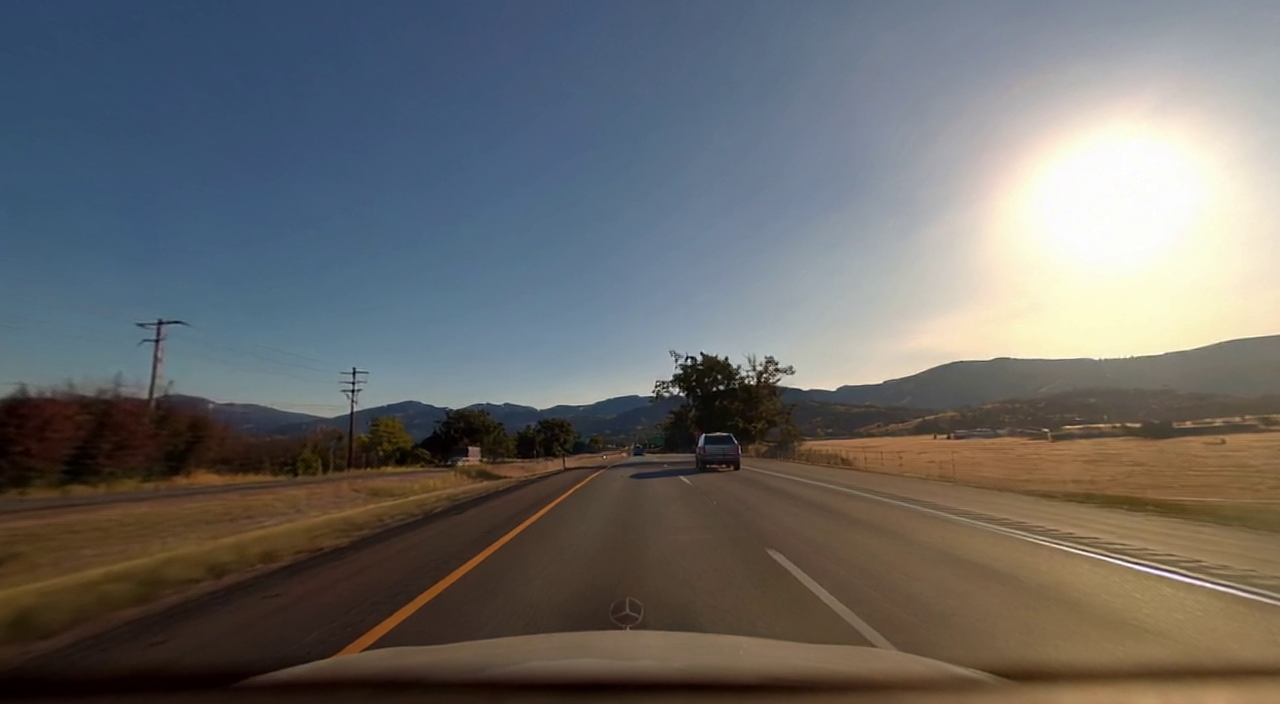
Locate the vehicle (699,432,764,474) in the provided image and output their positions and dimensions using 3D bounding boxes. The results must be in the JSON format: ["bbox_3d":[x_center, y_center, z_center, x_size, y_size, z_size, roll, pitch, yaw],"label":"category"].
[{"bbox_3d":[3.842,4.310,27.146,2.157,1.640,4.056,0,-8,0],"label":"vehicle"}]
